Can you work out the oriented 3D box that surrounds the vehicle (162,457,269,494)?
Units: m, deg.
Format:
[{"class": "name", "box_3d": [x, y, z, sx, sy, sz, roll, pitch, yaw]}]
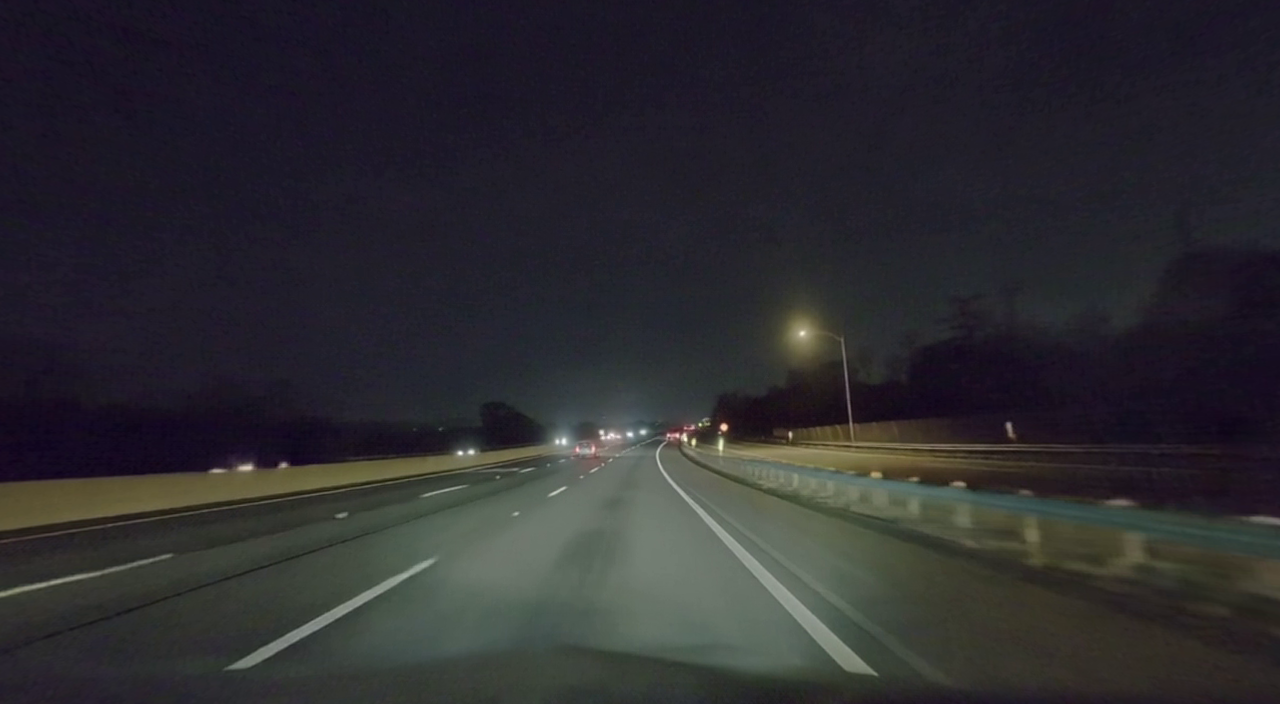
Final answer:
[{"class": "vehicle", "box_3d": [-20.340, 5.900, 30.301, 1.974, 1.589, 4.426, 0, -9, 1]}]

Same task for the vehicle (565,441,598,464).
[{"class": "vehicle", "box_3d": [-4.218, 7.349, 45.976, 1.998, 1.584, 4.005, 0, -9, 1]}]
